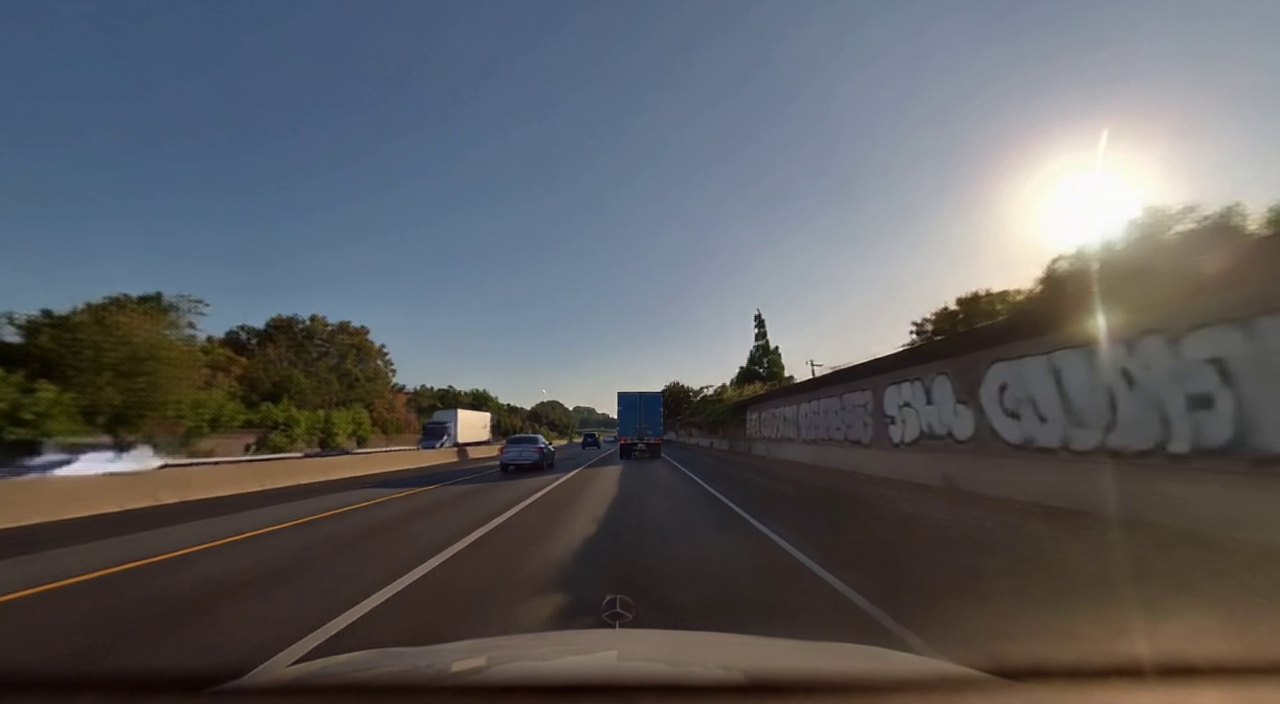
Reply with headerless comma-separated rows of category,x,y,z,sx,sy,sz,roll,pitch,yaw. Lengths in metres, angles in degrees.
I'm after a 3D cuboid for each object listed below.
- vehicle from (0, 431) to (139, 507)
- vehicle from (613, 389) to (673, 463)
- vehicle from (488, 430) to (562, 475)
vehicle,-13.682,2.490,13.735,1.853,1.497,4.542,0,-7,-1
vehicle,0.079,4.270,35.949,2.927,3.649,9.443,0,-8,-1
vehicle,-4.278,3.792,24.168,1.948,1.526,4.525,0,-8,0
